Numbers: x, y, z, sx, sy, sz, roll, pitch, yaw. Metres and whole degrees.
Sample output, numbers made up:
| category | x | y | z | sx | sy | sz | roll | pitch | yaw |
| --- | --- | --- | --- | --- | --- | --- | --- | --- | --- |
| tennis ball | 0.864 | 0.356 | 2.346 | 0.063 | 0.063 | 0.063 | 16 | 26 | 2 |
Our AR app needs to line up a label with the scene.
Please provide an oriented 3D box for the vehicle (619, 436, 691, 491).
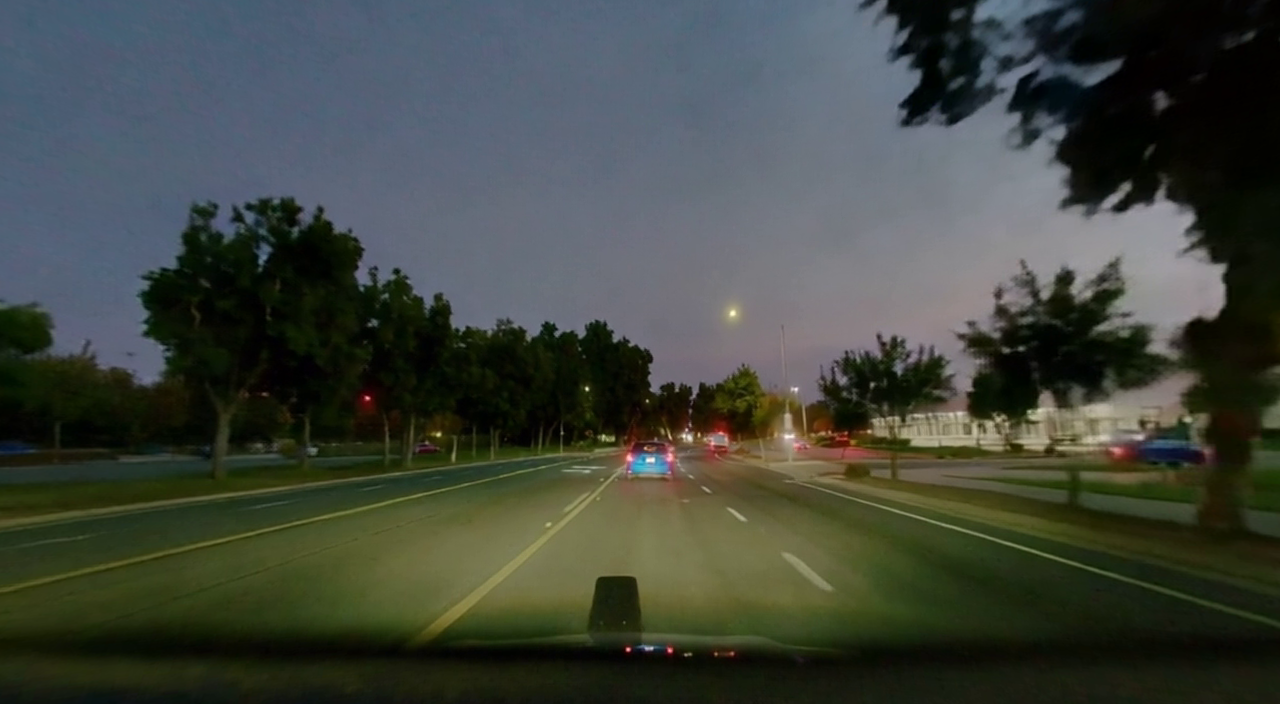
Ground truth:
| category | x | y | z | sx | sy | sz | roll | pitch | yaw |
| --- | --- | --- | --- | --- | --- | --- | --- | --- | --- |
| vehicle | 0.433 | 3.402 | 19.531 | 2.010 | 1.535 | 3.735 | 0 | -9 | 1 |

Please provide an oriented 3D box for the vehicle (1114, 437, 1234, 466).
| category | x | y | z | sx | sy | sz | roll | pitch | yaw |
| --- | --- | --- | --- | --- | --- | --- | --- | --- | --- |
| vehicle | 27.578 | 5.167 | 32.705 | 4.305 | 1.457 | 1.885 | -1 | -9 | 8 |
